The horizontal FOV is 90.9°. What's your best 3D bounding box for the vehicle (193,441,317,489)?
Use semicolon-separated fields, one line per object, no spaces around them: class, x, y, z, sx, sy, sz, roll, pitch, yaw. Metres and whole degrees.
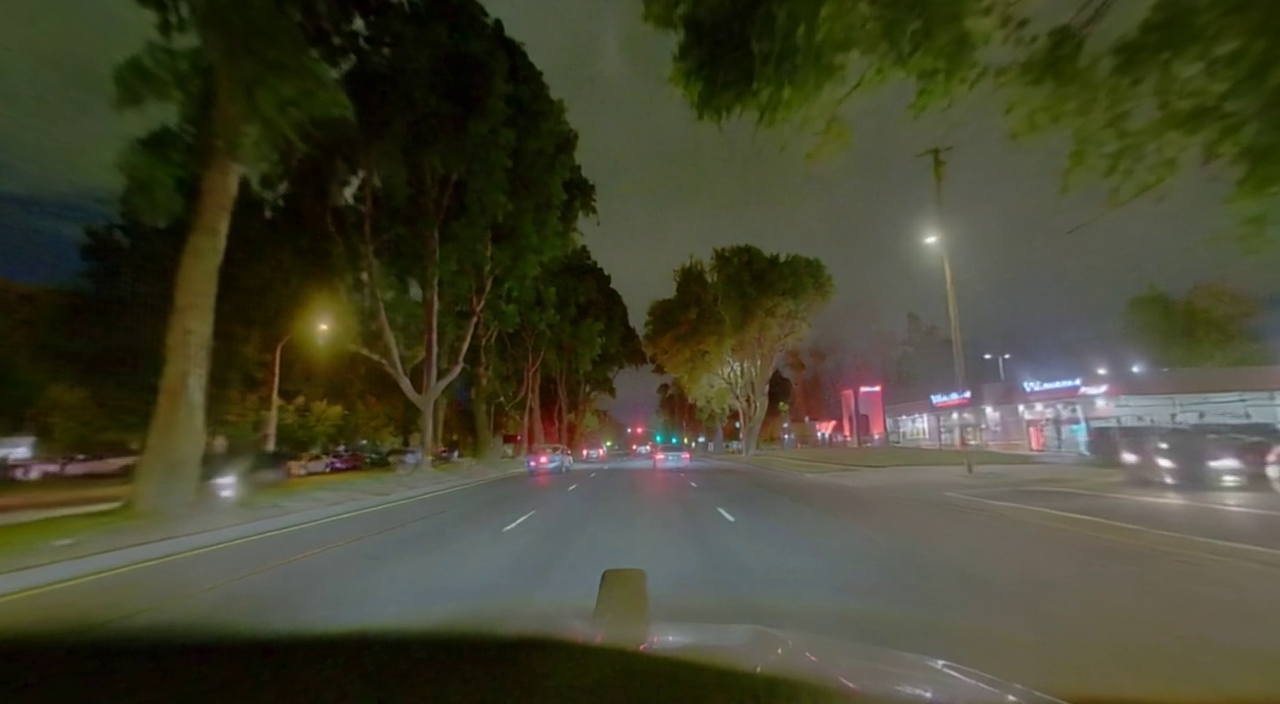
vehicle;-15.863;4.655;26.368;2.060;1.777;4.860;0;-8;1

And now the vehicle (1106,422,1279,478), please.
vehicle;15.671;2.775;17.942;1.823;1.413;3.884;0;-8;0

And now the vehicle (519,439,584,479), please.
vehicle;-3.544;4.361;25.977;1.908;1.481;4.536;0;-8;1

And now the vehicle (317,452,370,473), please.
vehicle;-22.624;8.427;48.287;1.905;1.483;4.479;0;-8;0

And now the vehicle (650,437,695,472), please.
vehicle;1.520;4.986;30.801;1.922;1.579;3.642;0;-8;-2
